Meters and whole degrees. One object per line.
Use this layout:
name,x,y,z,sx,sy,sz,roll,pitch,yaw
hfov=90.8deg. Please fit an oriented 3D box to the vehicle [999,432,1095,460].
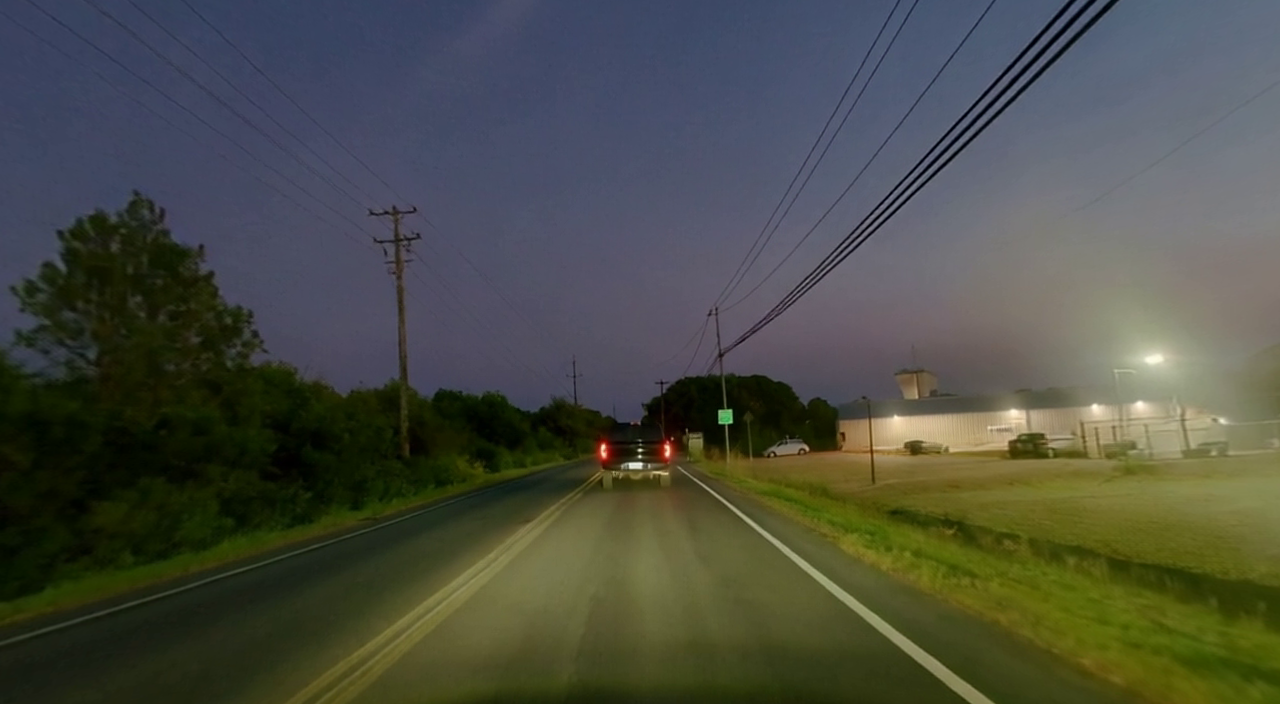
vehicle,31.415,7.309,49.111,2.323,2.002,6.310,2,-9,-13

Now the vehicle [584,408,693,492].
vehicle,-0.099,3.294,21.455,3.021,2.326,7.410,0,-9,-1

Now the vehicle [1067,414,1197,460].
vehicle,33.664,5.874,43.506,2.581,2.932,6.340,4,-9,-27
